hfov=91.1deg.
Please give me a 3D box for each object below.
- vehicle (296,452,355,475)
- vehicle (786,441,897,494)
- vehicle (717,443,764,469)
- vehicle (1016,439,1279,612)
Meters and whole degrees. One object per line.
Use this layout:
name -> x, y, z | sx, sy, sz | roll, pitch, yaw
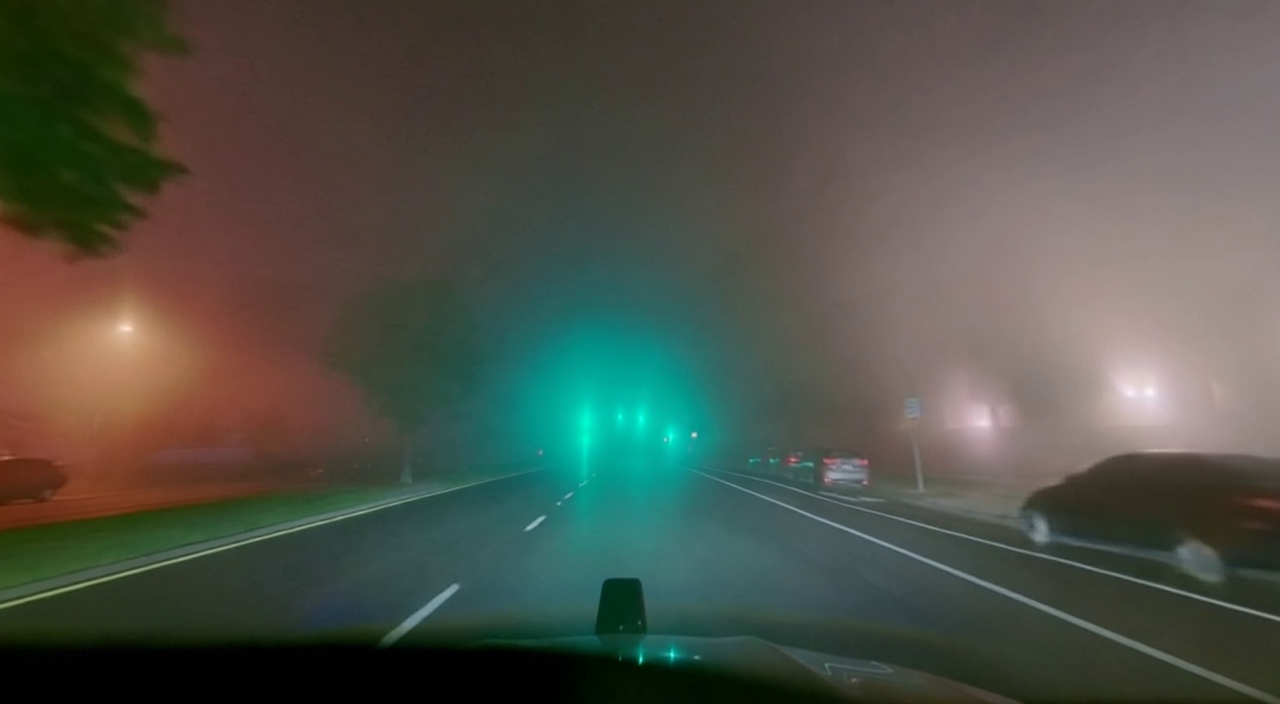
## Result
vehicle -> -22.221, 7.848, 44.594 | 1.902, 1.478, 4.755 | 0, -9, -2
vehicle -> 6.338, 3.684, 20.423 | 1.922, 1.494, 4.772 | 0, -9, -2
vehicle -> 6.158, 6.442, 39.011 | 1.945, 1.481, 4.421 | 0, -9, -3
vehicle -> 6.325, 1.676, 6.689 | 1.845, 1.446, 4.367 | 0, -9, -1
